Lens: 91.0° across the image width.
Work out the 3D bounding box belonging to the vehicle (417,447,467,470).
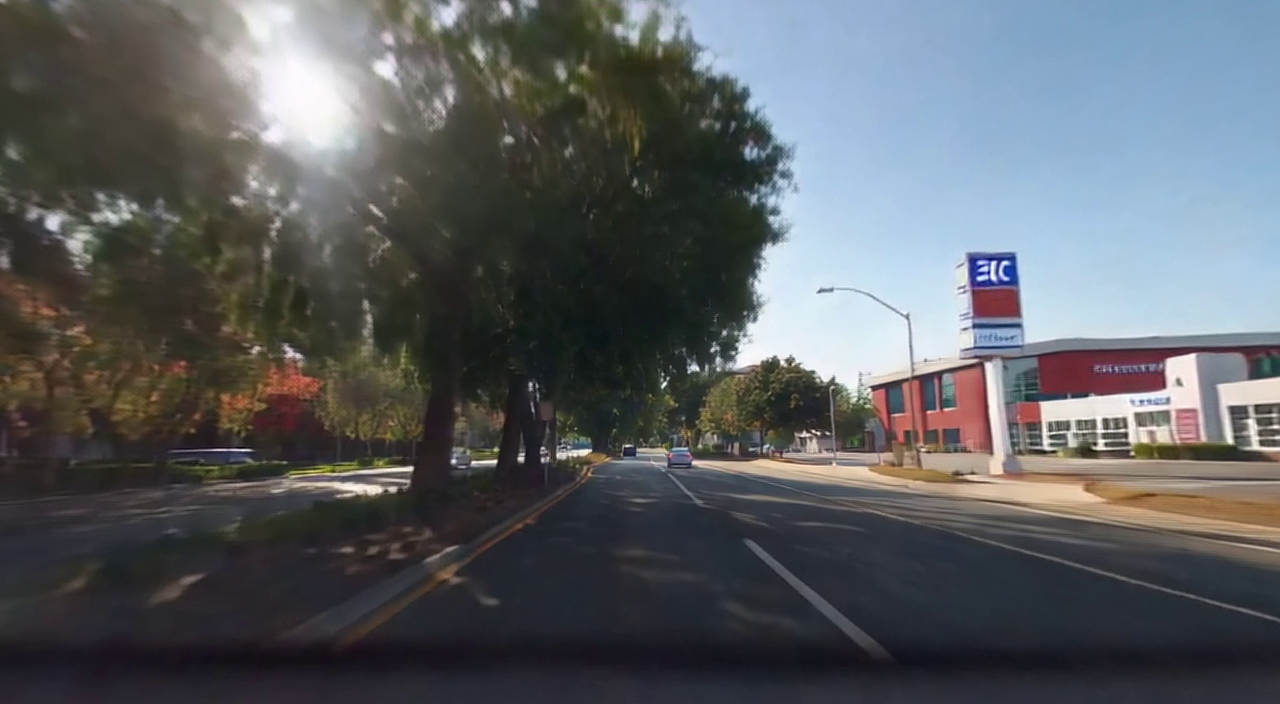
[{"bbox_3d":[-13.482,7.266,43.153,1.902,1.481,4.518,0,-8,0],"label":"vehicle"}]

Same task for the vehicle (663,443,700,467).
[{"bbox_3d":[2.702,6.895,42.262,2.015,1.479,4.444,0,-8,-2],"label":"vehicle"}]

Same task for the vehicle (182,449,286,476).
[{"bbox_3d":[-29.827,8.111,46.378,6.013,1.767,2.250,0,-8,-3],"label":"vehicle"}]
